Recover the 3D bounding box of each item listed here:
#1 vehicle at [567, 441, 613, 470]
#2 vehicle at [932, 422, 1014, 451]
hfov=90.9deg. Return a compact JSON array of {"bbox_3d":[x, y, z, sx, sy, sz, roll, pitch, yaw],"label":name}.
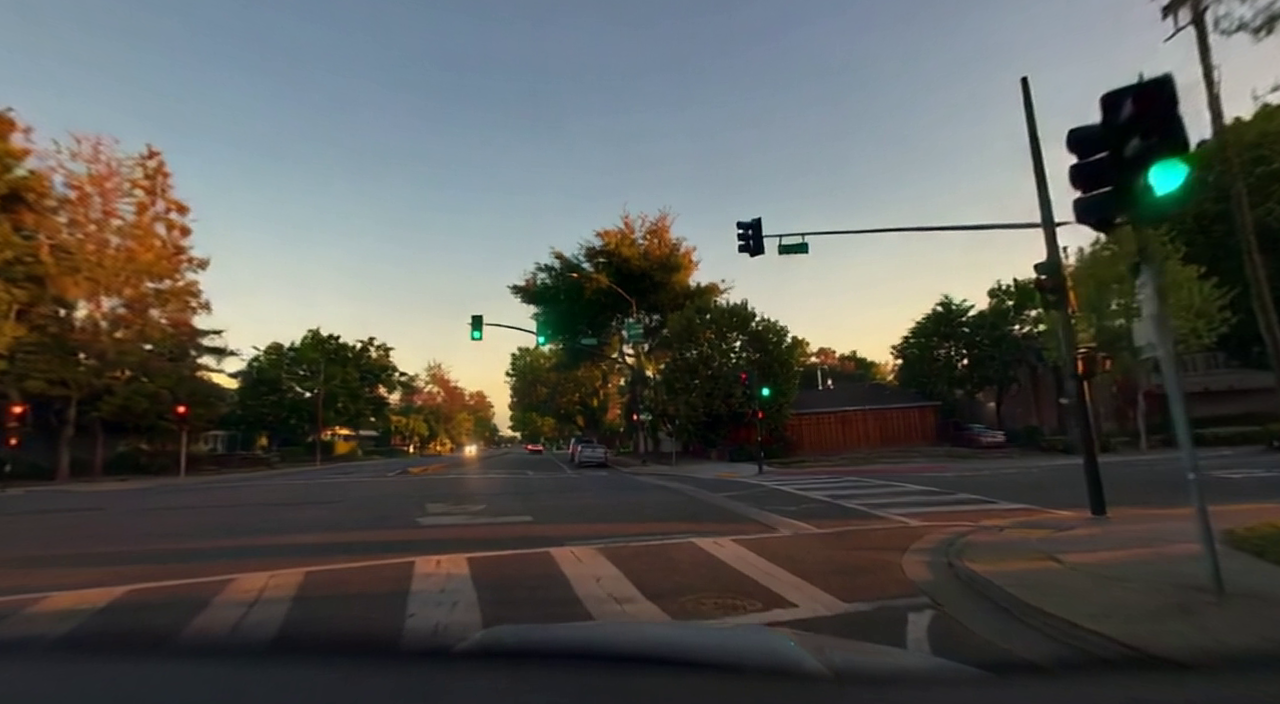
[{"bbox_3d":[-2.875,5.777,35.267,2.149,1.507,4.160,1,-9,-10],"label":"vehicle"},{"bbox_3d":[20.409,5.279,38.865,2.028,1.595,4.554,1,-10,-9],"label":"vehicle"}]
